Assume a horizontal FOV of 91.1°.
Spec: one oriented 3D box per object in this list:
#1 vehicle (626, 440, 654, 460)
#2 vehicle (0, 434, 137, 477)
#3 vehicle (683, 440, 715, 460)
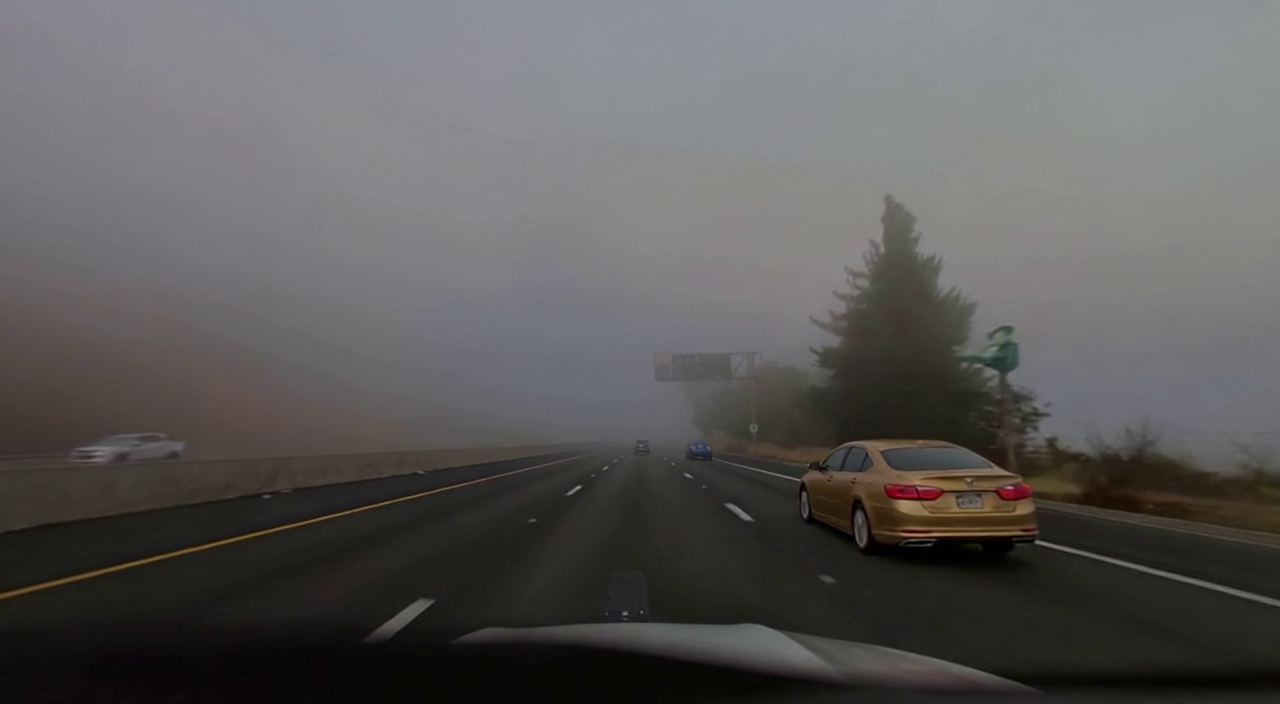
[{"bbox_3d":[-0.022,7.519,48.103,2.052,1.449,3.857,0,-8,0],"label":"vehicle"},{"bbox_3d":[-28.983,5.173,31.718,2.262,1.957,5.830,0,-8,0],"label":"vehicle"},{"bbox_3d":[4.615,7.775,49.921,2.008,1.524,4.598,0,-8,-1],"label":"vehicle"}]
